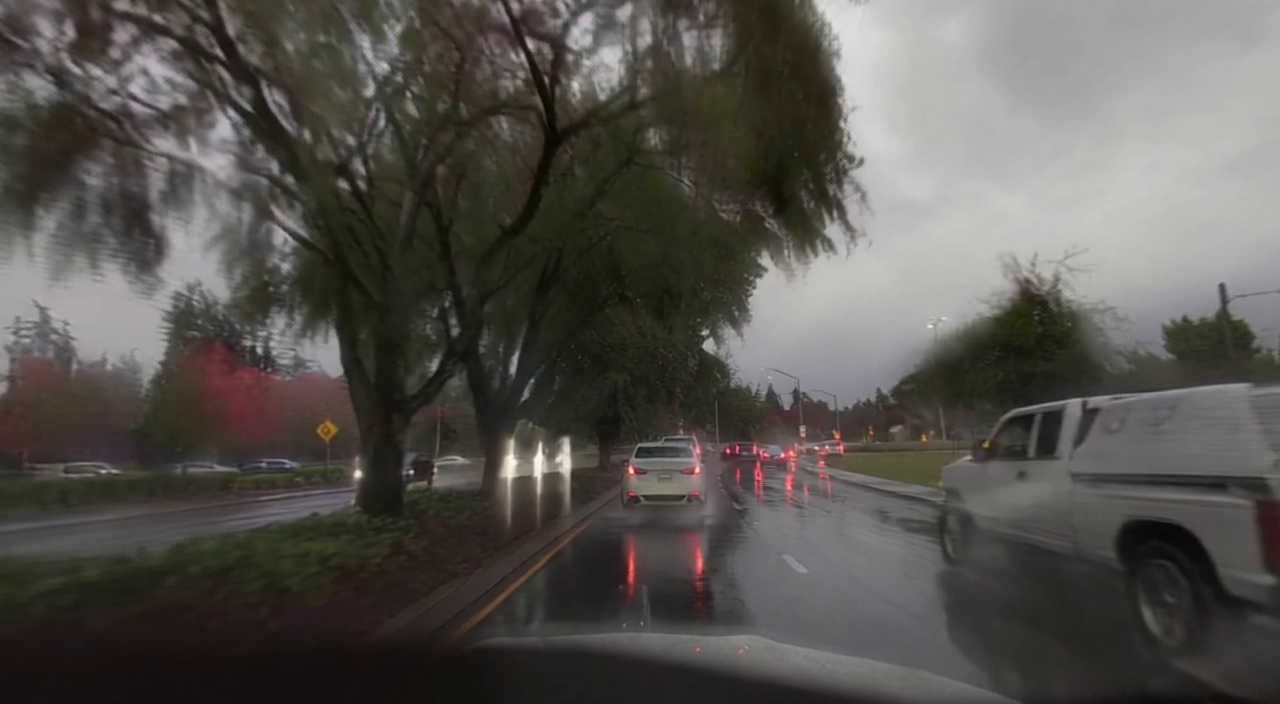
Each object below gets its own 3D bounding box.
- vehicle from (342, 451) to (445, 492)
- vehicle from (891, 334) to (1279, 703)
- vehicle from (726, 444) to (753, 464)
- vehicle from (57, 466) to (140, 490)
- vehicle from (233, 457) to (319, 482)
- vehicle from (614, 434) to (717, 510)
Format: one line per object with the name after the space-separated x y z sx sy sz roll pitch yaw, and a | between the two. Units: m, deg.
-10.128 4.934 26.434 2.027 1.511 4.711 -1 -8 6 | vehicle
4.104 1.125 5.143 1.953 1.818 5.299 0 -8 0 | vehicle
7.828 7.987 49.585 1.984 1.507 4.359 -2 -8 9 | vehicle
-38.537 8.982 44.937 4.279 1.561 2.022 -1 -8 7 | vehicle
-25.600 8.284 44.400 4.951 1.618 1.952 -1 -8 6 | vehicle
0.694 2.820 15.321 2.154 1.585 3.997 -1 -8 5 | vehicle
